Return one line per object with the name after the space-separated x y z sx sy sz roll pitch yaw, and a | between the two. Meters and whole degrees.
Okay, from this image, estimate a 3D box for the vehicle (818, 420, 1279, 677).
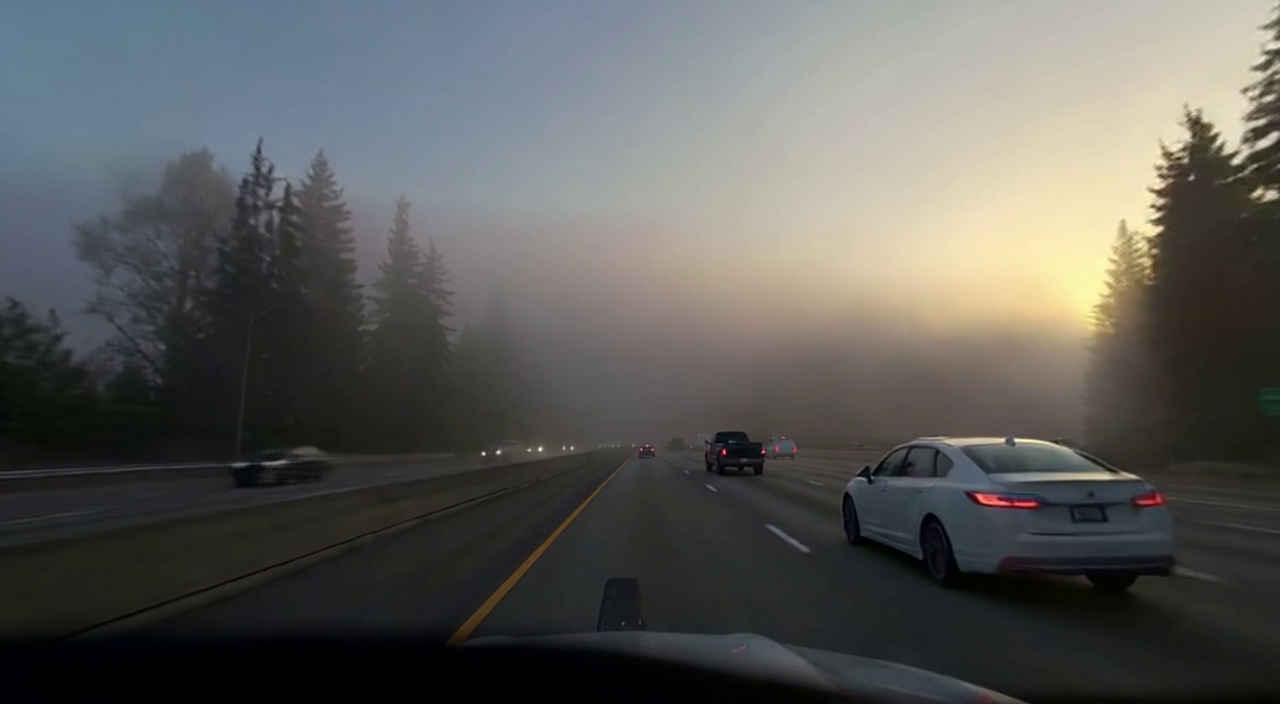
3.375 1.472 6.034 1.904 1.453 4.789 0 -8 0 | vehicle

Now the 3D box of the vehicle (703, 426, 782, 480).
3.902 3.984 24.995 2.206 1.902 5.460 0 -8 0 | vehicle

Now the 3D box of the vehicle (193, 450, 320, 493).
-14.825 4.609 24.650 1.947 1.486 4.719 0 -8 0 | vehicle
